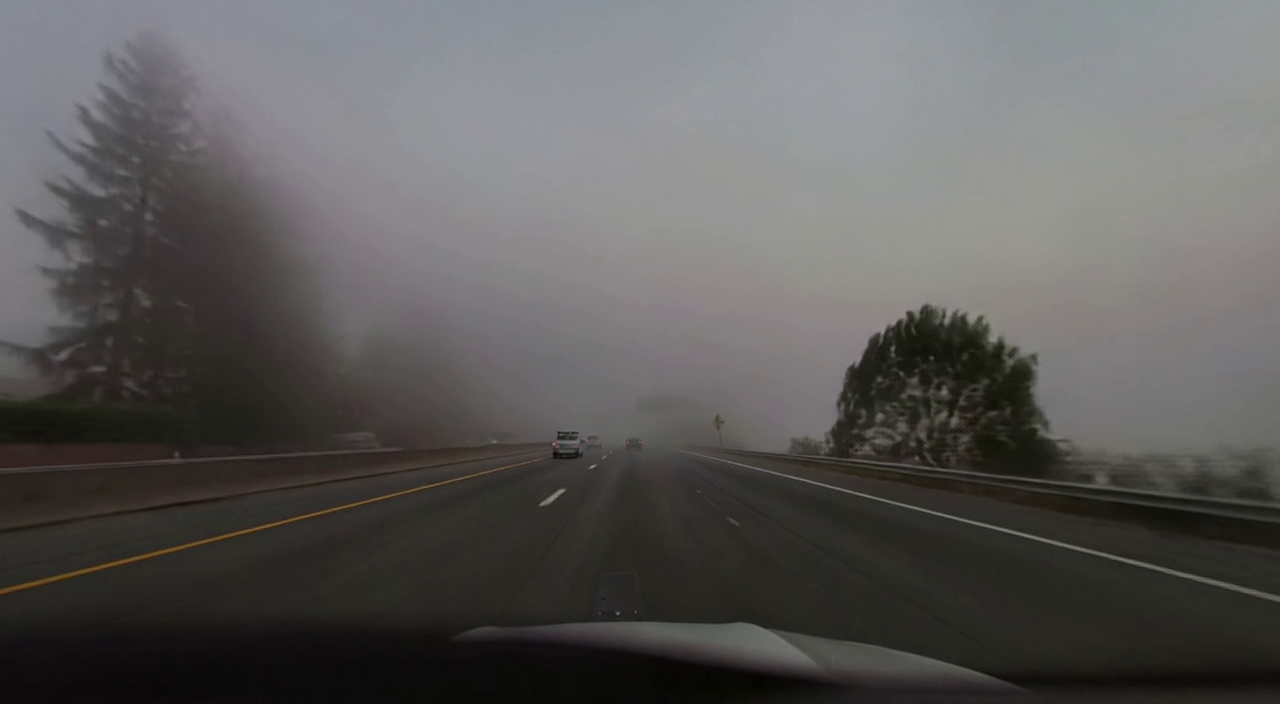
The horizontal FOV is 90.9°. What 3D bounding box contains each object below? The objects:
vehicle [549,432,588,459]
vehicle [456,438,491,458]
[{"bbox_3d":[-4.497,5.927,40.256,2.003,1.626,4.256,0,-8,0],"label":"vehicle"},{"bbox_3d":[-12.839,7.410,48.806,1.760,1.434,3.811,0,-7,-1],"label":"vehicle"}]
